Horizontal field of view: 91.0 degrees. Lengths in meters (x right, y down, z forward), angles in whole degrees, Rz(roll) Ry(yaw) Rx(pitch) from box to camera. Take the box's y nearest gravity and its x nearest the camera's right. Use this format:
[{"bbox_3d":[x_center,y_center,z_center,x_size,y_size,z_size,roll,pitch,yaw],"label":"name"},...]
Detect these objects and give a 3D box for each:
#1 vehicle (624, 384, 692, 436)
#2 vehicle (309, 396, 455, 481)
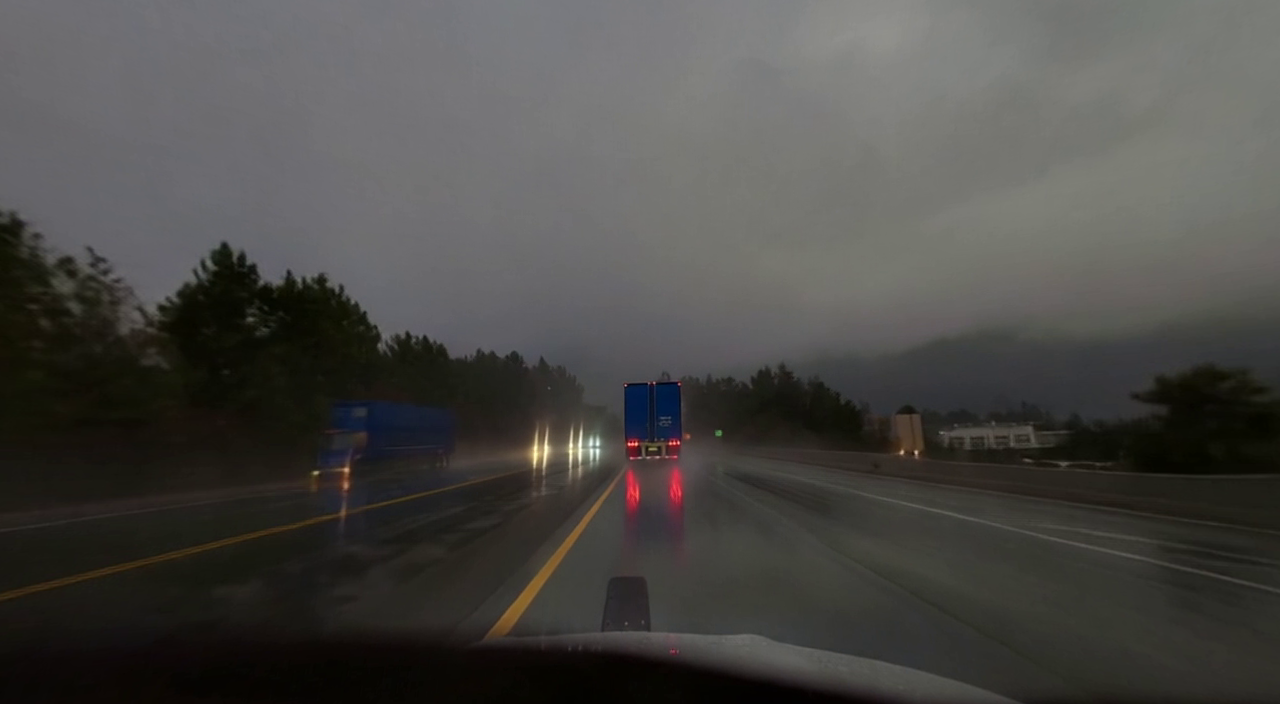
[{"bbox_3d":[0.599,2.462,25.707,2.509,1.890,4.732,0,-8,-1],"label":"vehicle"},{"bbox_3d":[-14.702,5.249,37.817,2.723,4.121,14.048,0,-8,0],"label":"vehicle"}]
